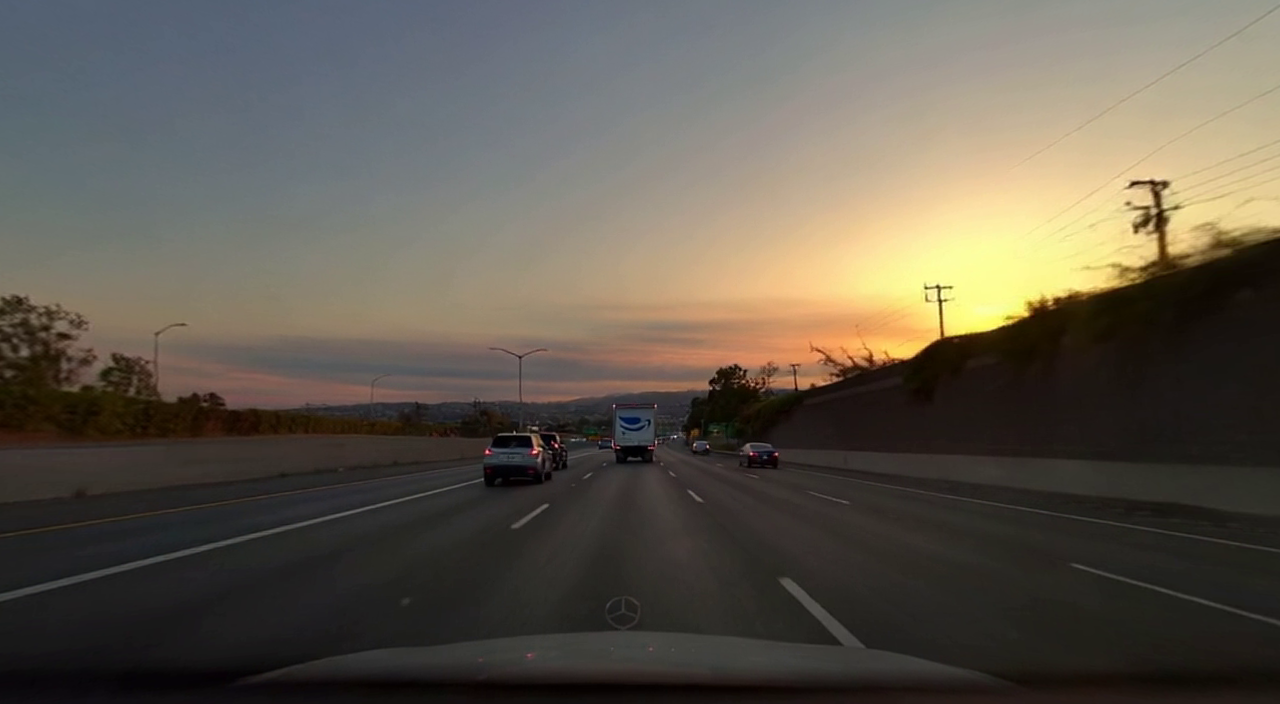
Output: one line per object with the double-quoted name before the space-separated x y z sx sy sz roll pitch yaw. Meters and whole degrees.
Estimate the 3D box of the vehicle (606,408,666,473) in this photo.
"vehicle" -0.202 4.164 29.508 2.456 2.705 6.251 1 -9 -1

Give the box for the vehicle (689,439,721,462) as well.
"vehicle" 4.987 7.670 49.041 2.067 1.654 3.985 0 -8 0

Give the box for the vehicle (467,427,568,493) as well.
"vehicle" -3.456 3.150 18.661 2.095 1.688 4.188 0 -9 1

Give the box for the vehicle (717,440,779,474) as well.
"vehicle" 5.068 4.982 30.148 1.970 1.499 4.491 1 -9 -3
